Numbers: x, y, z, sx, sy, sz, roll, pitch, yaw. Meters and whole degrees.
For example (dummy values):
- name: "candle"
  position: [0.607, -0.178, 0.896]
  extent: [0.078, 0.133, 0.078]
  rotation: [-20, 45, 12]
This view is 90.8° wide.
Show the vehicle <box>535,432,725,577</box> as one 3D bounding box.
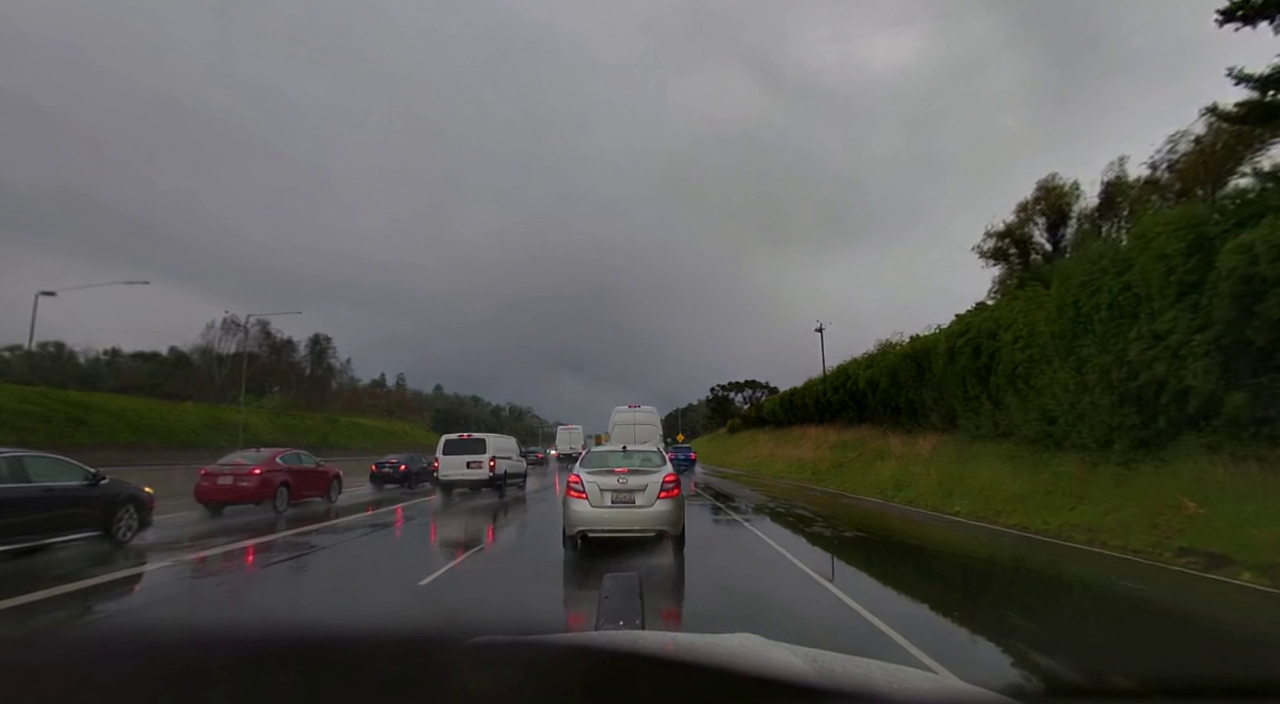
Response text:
- name: "vehicle"
  position: [-0.141, 1.872, 8.410]
  extent: [1.995, 1.495, 3.380]
  rotation: [0, -9, -1]

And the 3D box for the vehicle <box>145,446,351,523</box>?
- name: "vehicle"
  position: [-8.699, 2.938, 14.597]
  extent: [1.884, 1.484, 4.389]
  rotation: [-1, -9, 1]

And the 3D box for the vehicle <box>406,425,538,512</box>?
- name: "vehicle"
  position: [-4.154, 2.977, 16.529]
  extent: [2.055, 1.913, 4.584]
  rotation: [-1, -9, 2]

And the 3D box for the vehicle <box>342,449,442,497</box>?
- name: "vehicle"
  position: [-8.418, 4.100, 21.794]
  extent: [1.826, 1.465, 3.916]
  rotation: [-1, -9, 1]

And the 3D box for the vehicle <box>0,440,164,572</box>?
- name: "vehicle"
  position: [-8.285, 1.801, 7.395]
  extent: [1.864, 1.492, 4.453]
  rotation: [-1, -9, 1]
